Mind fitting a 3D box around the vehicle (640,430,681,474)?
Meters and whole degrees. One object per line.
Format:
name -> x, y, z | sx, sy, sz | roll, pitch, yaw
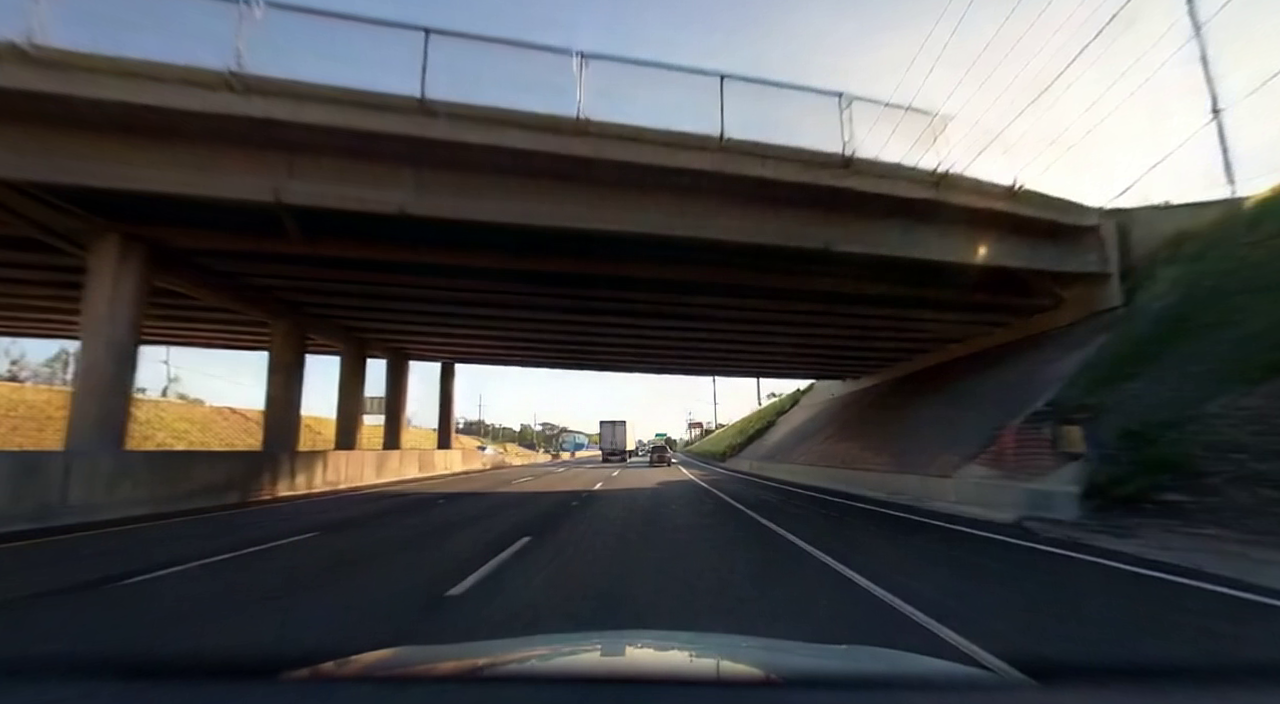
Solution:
vehicle -> 1.231, 6.471, 41.008 | 2.462, 2.627, 5.799 | 0, -9, 0
